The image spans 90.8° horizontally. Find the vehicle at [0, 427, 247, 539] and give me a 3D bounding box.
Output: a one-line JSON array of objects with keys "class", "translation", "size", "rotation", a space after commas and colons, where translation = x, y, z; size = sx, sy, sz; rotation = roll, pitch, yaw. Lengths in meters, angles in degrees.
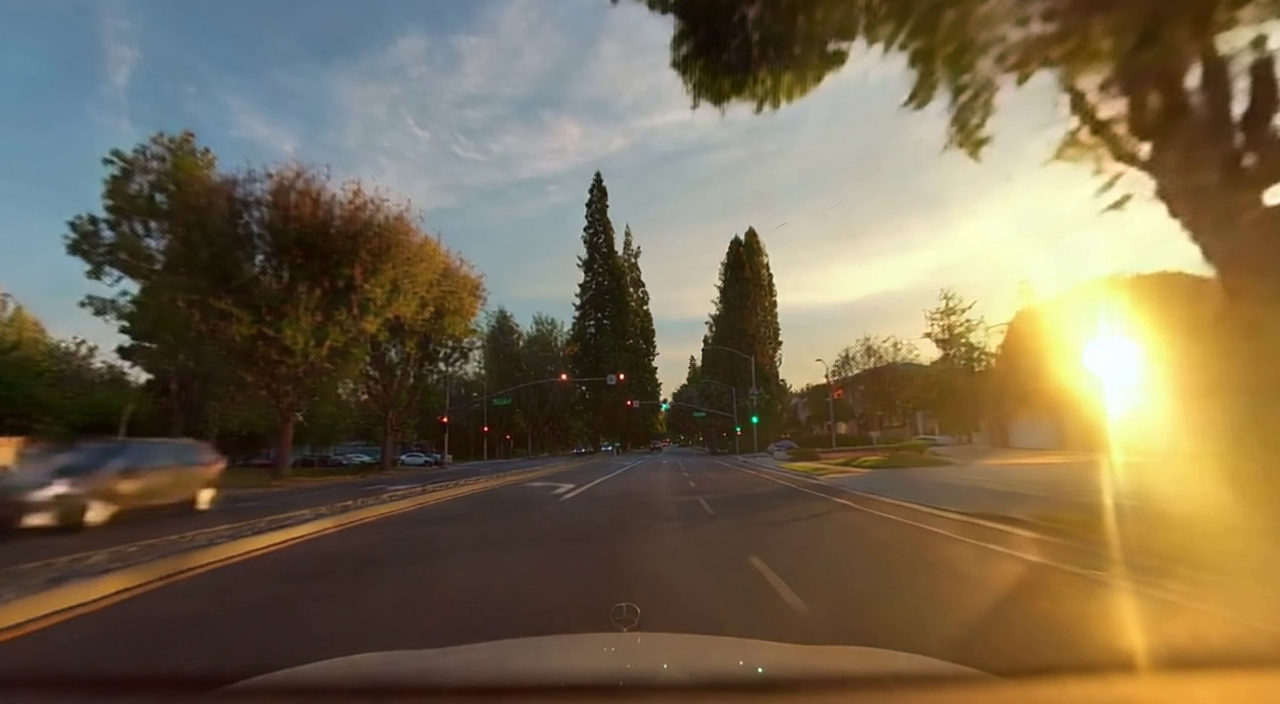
[{"class": "vehicle", "translation": [-11.241, 2.662, 13.496], "size": [2.174, 1.855, 5.452], "rotation": [-2, -9, 0]}]
